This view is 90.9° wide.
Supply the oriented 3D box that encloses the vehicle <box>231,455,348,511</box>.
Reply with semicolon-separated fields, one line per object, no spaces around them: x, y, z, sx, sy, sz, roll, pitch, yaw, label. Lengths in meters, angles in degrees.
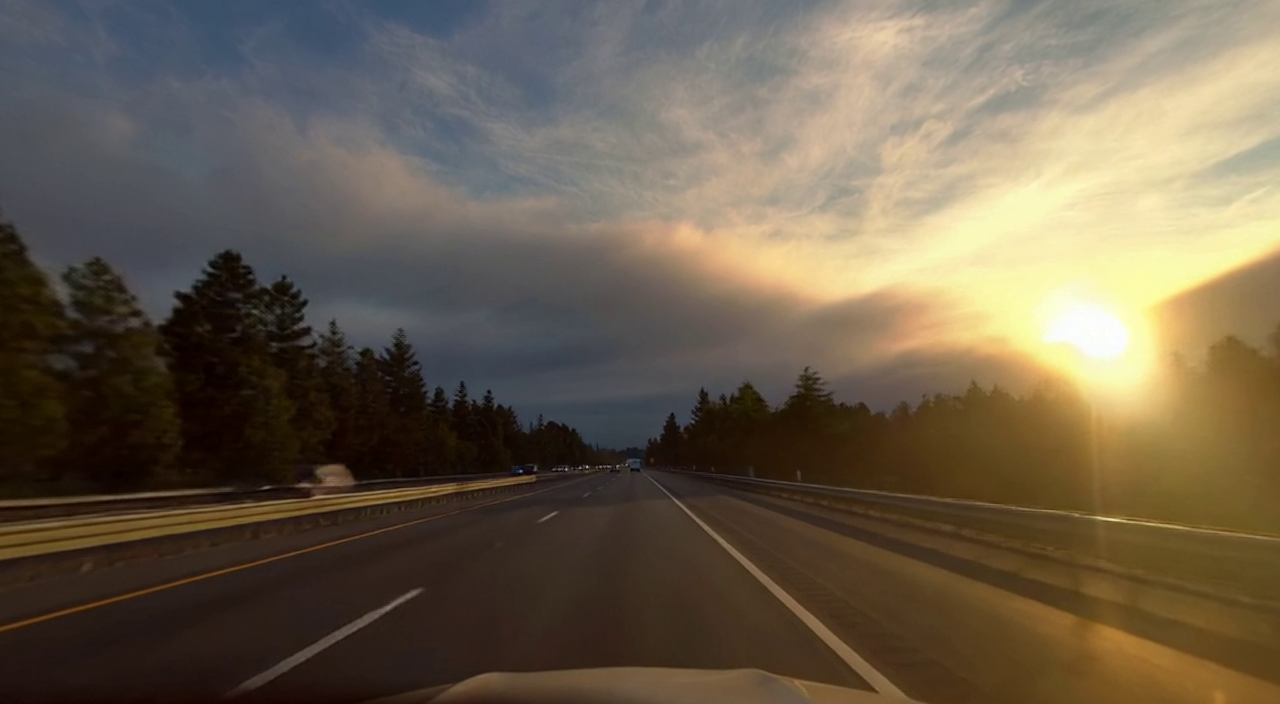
-12.917;4.862;23.579;1.962;1.839;4.078;1;-11;0;vehicle
